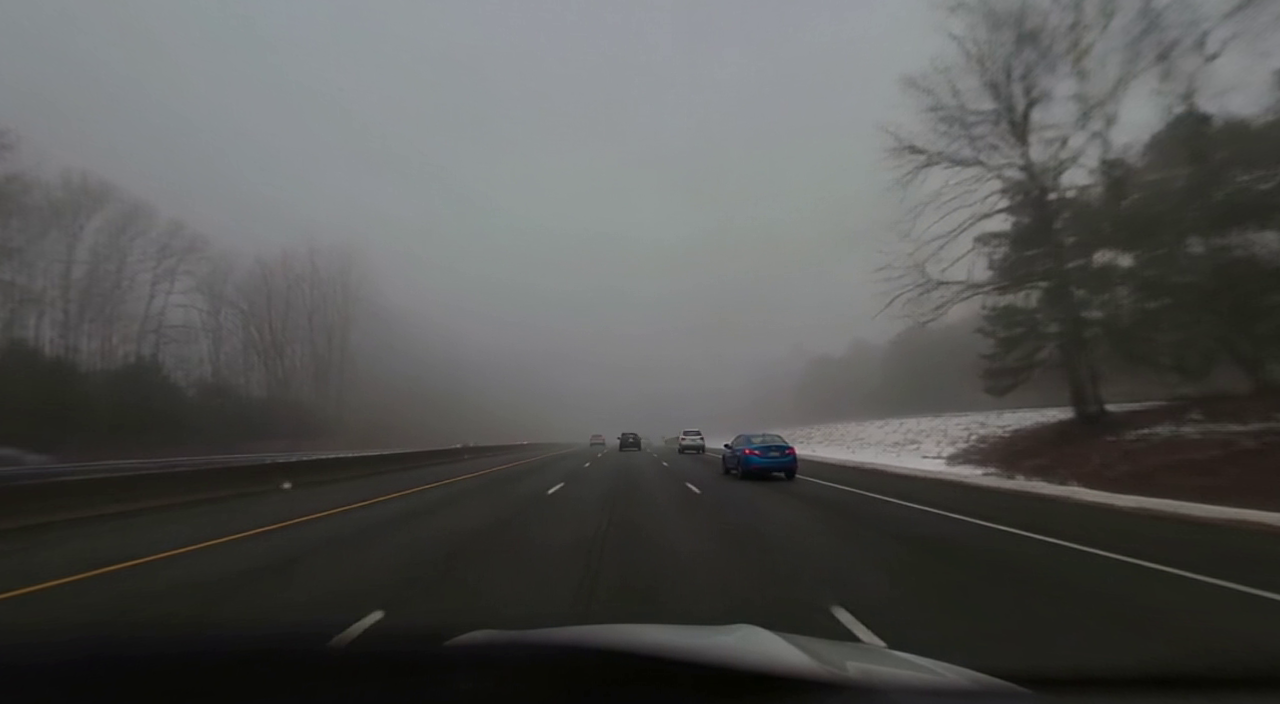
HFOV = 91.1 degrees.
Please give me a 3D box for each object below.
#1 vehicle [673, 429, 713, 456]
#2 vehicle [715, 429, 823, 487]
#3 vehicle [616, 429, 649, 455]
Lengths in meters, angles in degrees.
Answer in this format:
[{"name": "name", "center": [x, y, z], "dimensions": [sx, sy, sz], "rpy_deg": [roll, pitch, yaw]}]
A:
[{"name": "vehicle", "center": [3.448, 5.979, 41.461], "dimensions": [2.098, 1.677, 4.275], "rpy_deg": [0, -8, -2]}, {"name": "vehicle", "center": [3.578, 3.029, 18.447], "dimensions": [2.056, 1.479, 4.660], "rpy_deg": [0, -8, -2]}, {"name": "vehicle", "center": [-0.559, 6.197, 43.360], "dimensions": [2.182, 1.680, 4.253], "rpy_deg": [0, -8, -1]}]
